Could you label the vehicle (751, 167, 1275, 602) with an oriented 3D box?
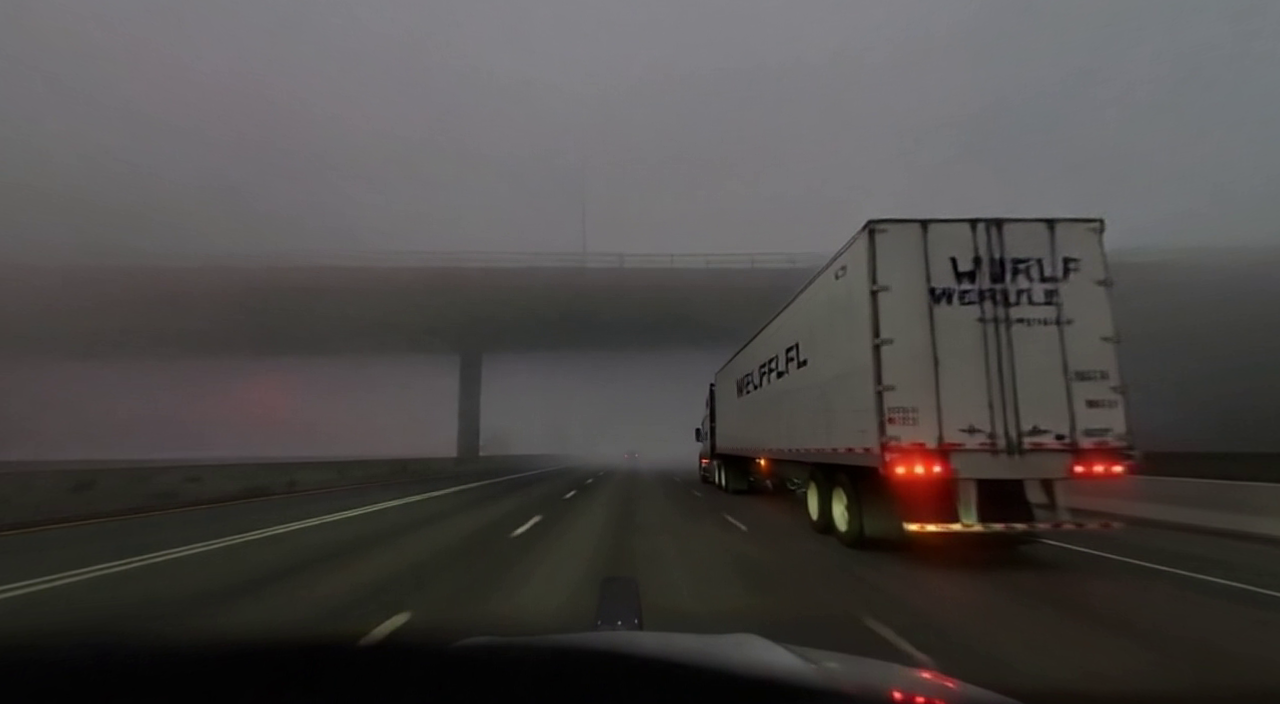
[{"bbox_3d":[4.068,0.856,10.031,2.869,4.013,8.610,0,-9,-1],"label":"vehicle"}]
